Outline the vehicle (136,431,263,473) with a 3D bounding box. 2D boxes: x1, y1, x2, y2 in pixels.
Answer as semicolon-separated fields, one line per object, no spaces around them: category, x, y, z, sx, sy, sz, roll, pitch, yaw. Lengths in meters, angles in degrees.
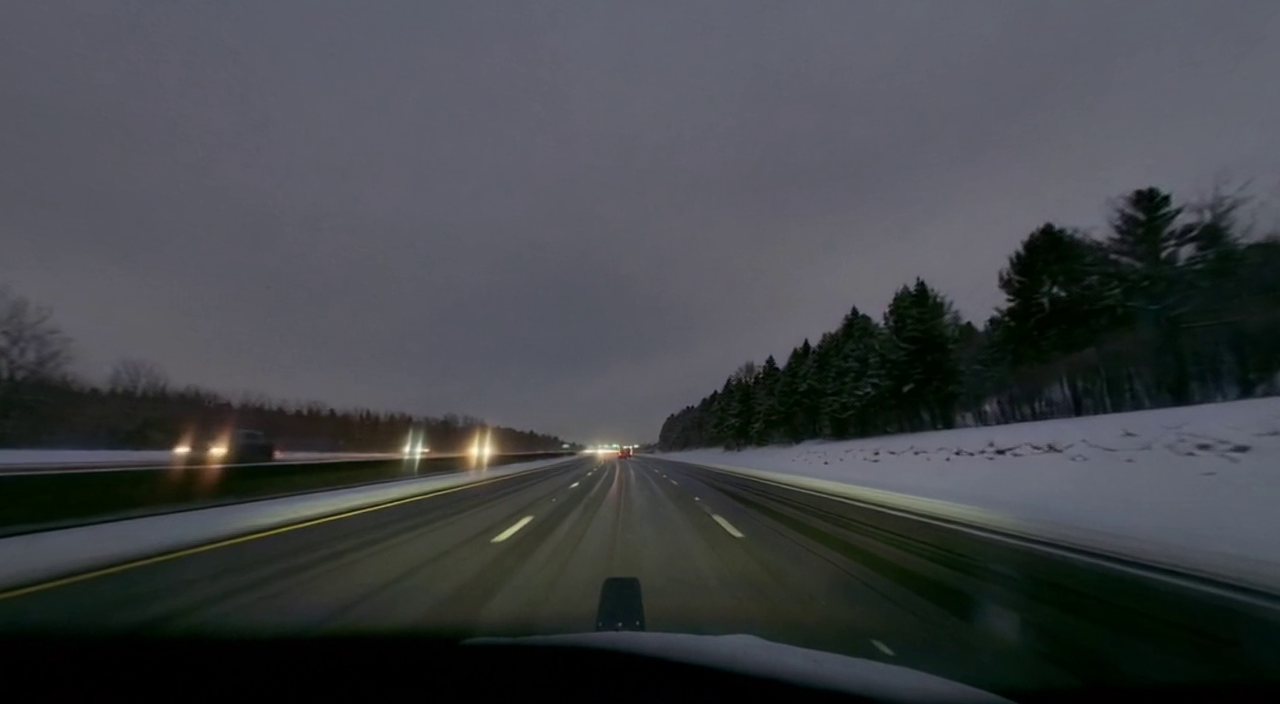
vehicle;-17.632;4.047;25.564;1.888;1.530;4.430;0;-9;0
